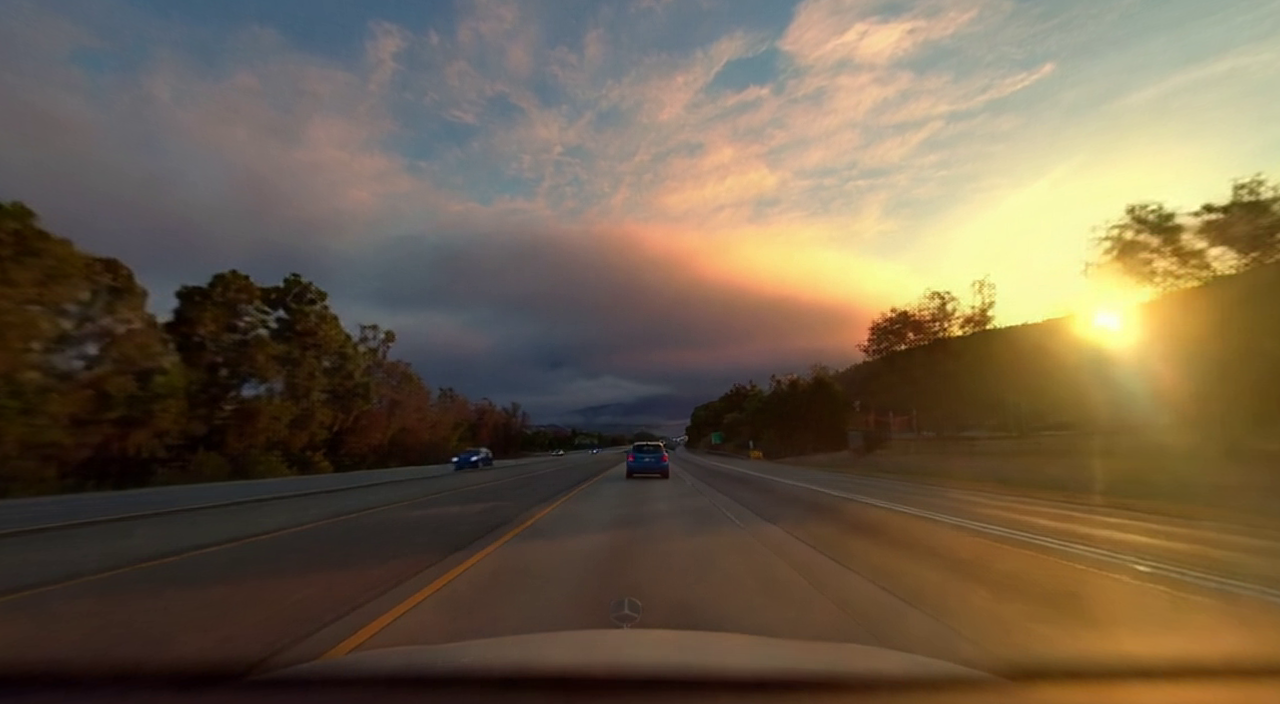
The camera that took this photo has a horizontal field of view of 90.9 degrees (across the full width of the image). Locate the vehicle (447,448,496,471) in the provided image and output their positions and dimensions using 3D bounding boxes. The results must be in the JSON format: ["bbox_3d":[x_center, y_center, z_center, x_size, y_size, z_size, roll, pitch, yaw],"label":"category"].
[{"bbox_3d":[-11.811,7.557,44.469,2.009,1.446,4.694,-1,-9,2],"label":"vehicle"}]

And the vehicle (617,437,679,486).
[{"bbox_3d":[0.284,4.182,24.279,2.190,1.706,4.062,0,-9,0],"label":"vehicle"}]
